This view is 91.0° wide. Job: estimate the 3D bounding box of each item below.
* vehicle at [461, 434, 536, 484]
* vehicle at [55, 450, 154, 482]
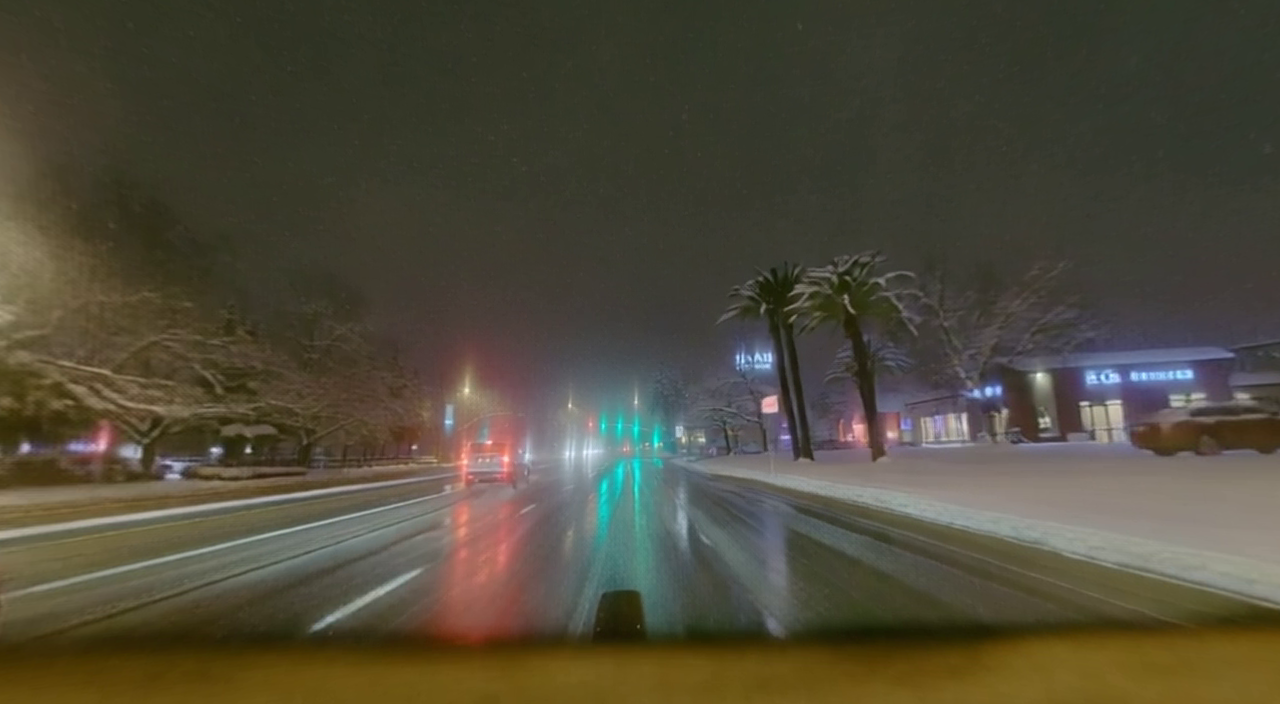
[{"bbox_3d":[-5.661,4.339,25.770,2.136,1.844,4.363,0,-8,-2],"label":"vehicle"},{"bbox_3d":[-34.401,7.276,40.479,4.863,1.903,2.481,-3,-9,18],"label":"vehicle"}]
